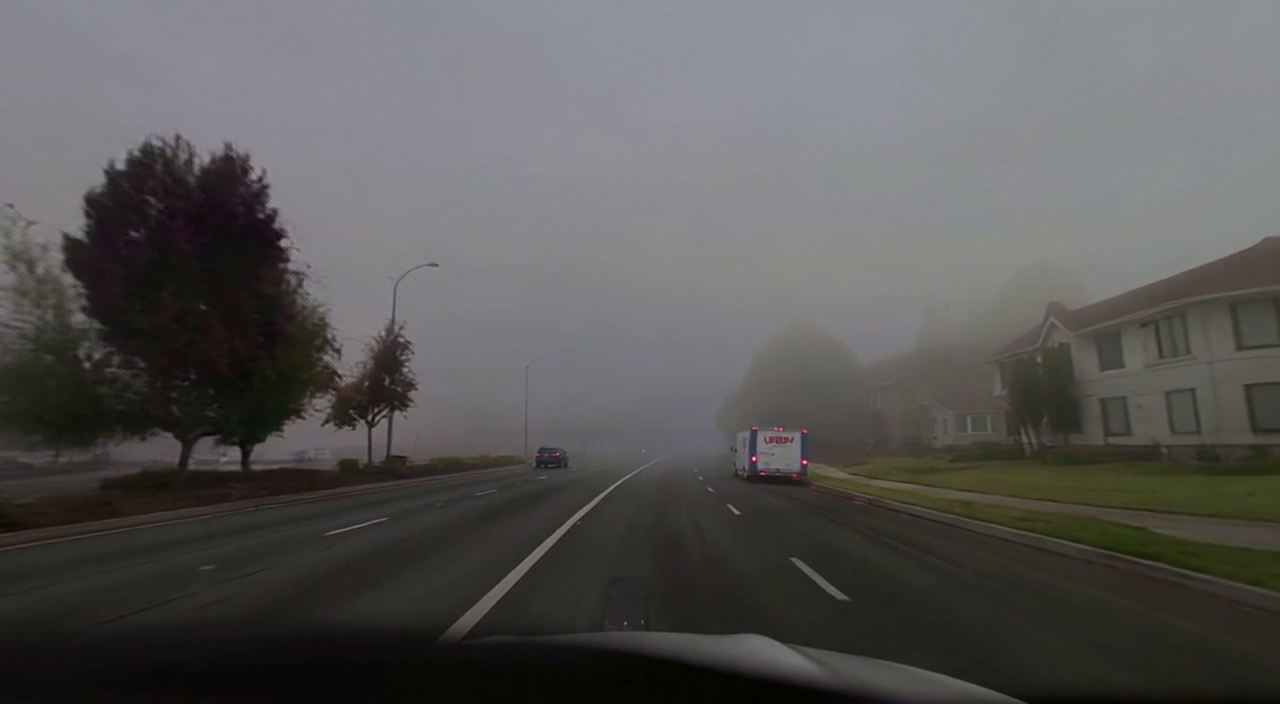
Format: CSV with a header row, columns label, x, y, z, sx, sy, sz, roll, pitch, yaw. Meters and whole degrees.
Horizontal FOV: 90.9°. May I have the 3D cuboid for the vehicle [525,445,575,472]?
label,x,y,z,sx,sy,sz,roll,pitch,yaw
vehicle,-5.175,6.189,36.909,2.060,1.473,4.645,0,-8,2

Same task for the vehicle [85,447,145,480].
label,x,y,z,sx,sy,sz,roll,pitch,yaw
vehicle,-28.985,6.080,34.734,2.118,1.670,4.487,8,-12,-42

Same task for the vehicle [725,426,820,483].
label,x,y,z,sx,sy,sz,roll,pitch,yaw
vehicle,5.208,4.181,25.977,2.695,2.013,6.661,0,-8,2

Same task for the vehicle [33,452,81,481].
label,x,y,z,sx,sy,sz,roll,pitch,yaw
vehicle,-37.065,7.210,40.025,1.989,1.587,4.182,9,-11,-43
